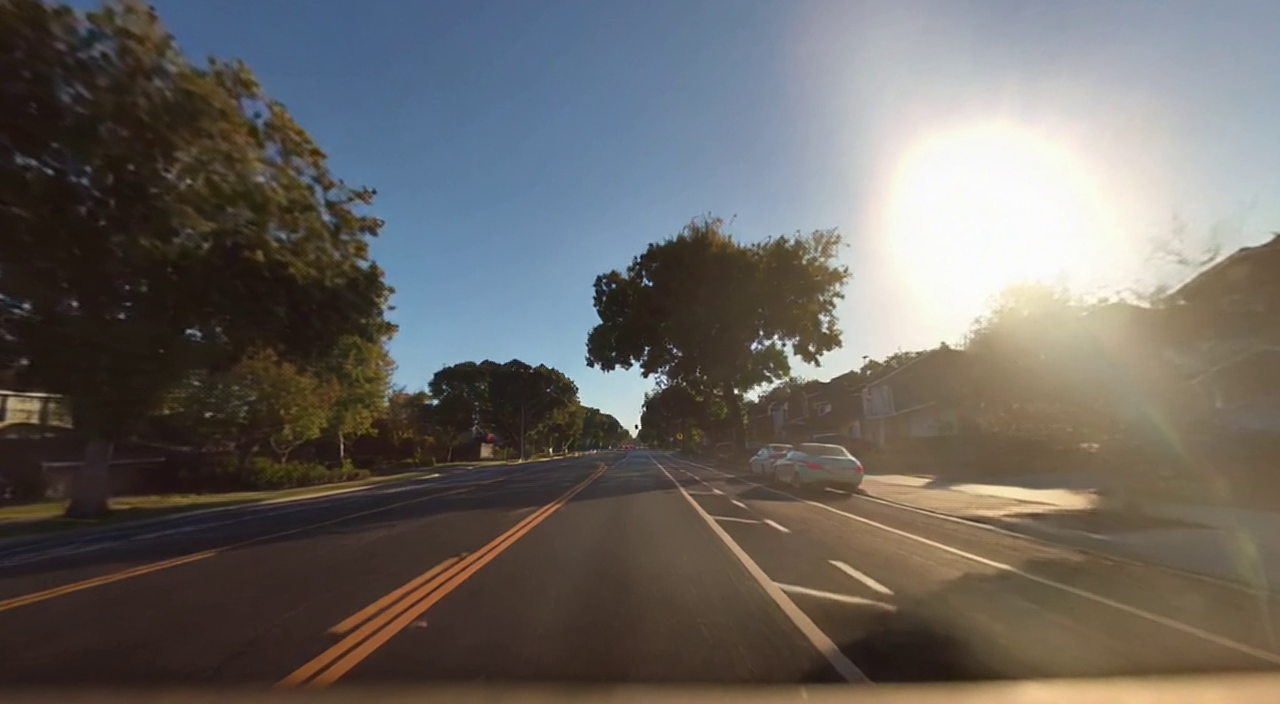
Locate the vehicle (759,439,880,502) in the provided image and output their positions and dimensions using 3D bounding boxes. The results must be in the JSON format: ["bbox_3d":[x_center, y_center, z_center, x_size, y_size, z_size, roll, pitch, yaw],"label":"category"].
[{"bbox_3d":[4.962,3.330,18.254,1.995,1.553,4.628,0,-9,-2],"label":"vehicle"}]

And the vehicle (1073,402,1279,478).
[{"bbox_3d":[14.605,2.416,17.253,4.263,1.871,2.103,2,-9,-13],"label":"vehicle"}]

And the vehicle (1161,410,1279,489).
[{"bbox_3d":[14.657,2.136,14.468,4.268,1.508,1.861,-1,-7,-14],"label":"vehicle"}]
